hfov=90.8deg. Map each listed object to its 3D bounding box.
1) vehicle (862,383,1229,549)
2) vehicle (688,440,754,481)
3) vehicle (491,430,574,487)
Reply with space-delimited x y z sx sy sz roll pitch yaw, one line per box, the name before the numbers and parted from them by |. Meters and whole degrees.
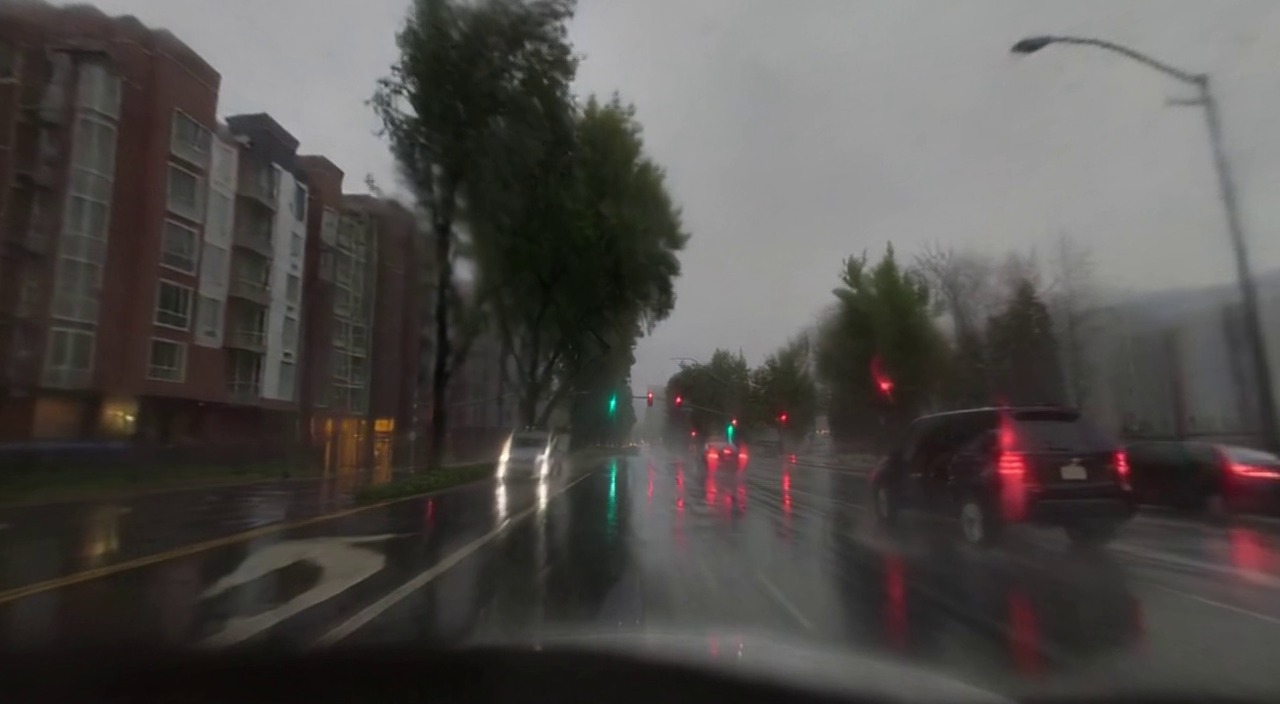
vehicle | 5.982 1.826 10.676 2.427 2.017 5.763 0 -9 1
vehicle | 3.152 4.331 25.493 2.003 1.480 4.494 0 -9 -1
vehicle | -3.458 3.555 21.265 2.065 1.716 4.265 0 -9 0
